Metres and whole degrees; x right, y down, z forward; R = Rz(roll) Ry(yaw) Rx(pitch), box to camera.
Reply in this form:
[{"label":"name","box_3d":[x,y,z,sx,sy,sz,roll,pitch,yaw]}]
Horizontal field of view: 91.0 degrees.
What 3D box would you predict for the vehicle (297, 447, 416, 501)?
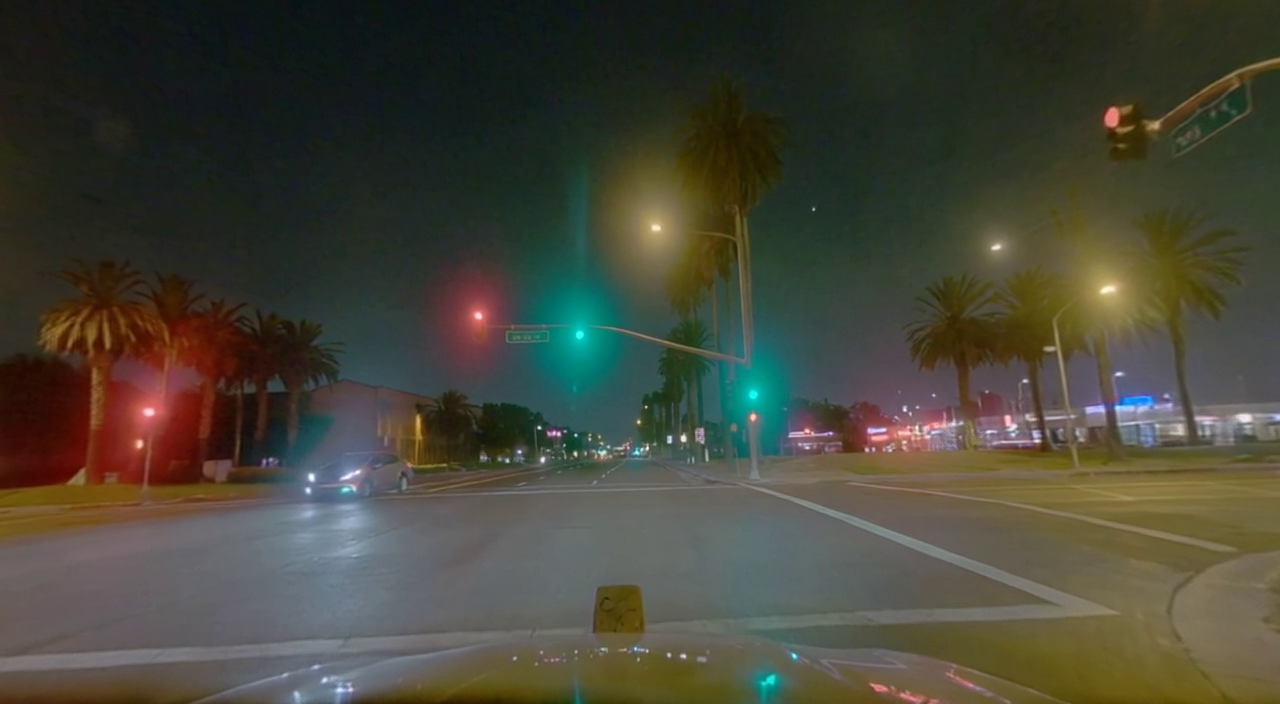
[{"label":"vehicle","box_3d":[-10.730,4.605,24.332,2.270,1.833,4.860,0,-9,1]}]
